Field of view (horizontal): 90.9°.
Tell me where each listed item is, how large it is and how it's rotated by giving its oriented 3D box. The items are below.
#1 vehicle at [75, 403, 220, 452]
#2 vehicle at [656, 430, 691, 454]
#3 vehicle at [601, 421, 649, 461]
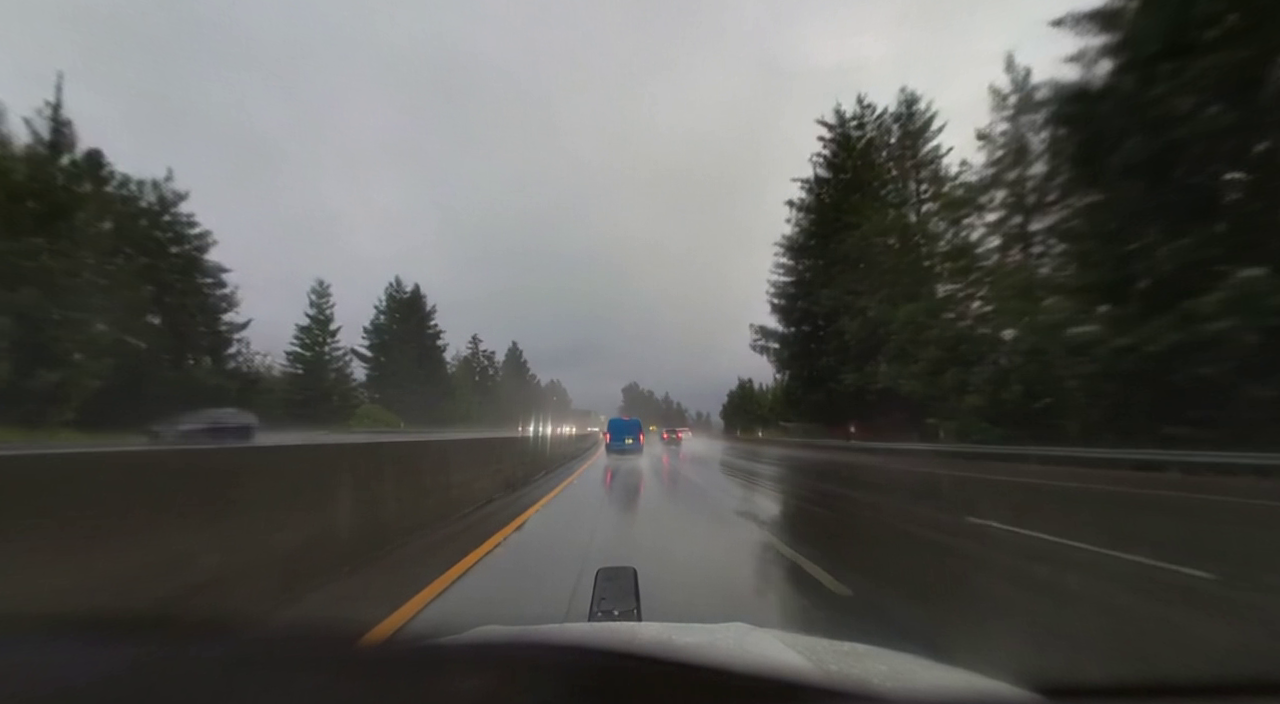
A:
[{"bbox_3d":[-16.246,2.551,21.068,1.916,1.465,3.624,0,-8,-1],"label":"vehicle"},{"bbox_3d":[2.285,6.251,44.040,1.996,1.589,3.715,1,-8,-4],"label":"vehicle"},{"bbox_3d":[-0.856,4.770,33.953,2.403,1.994,4.683,0,-8,-2],"label":"vehicle"}]
